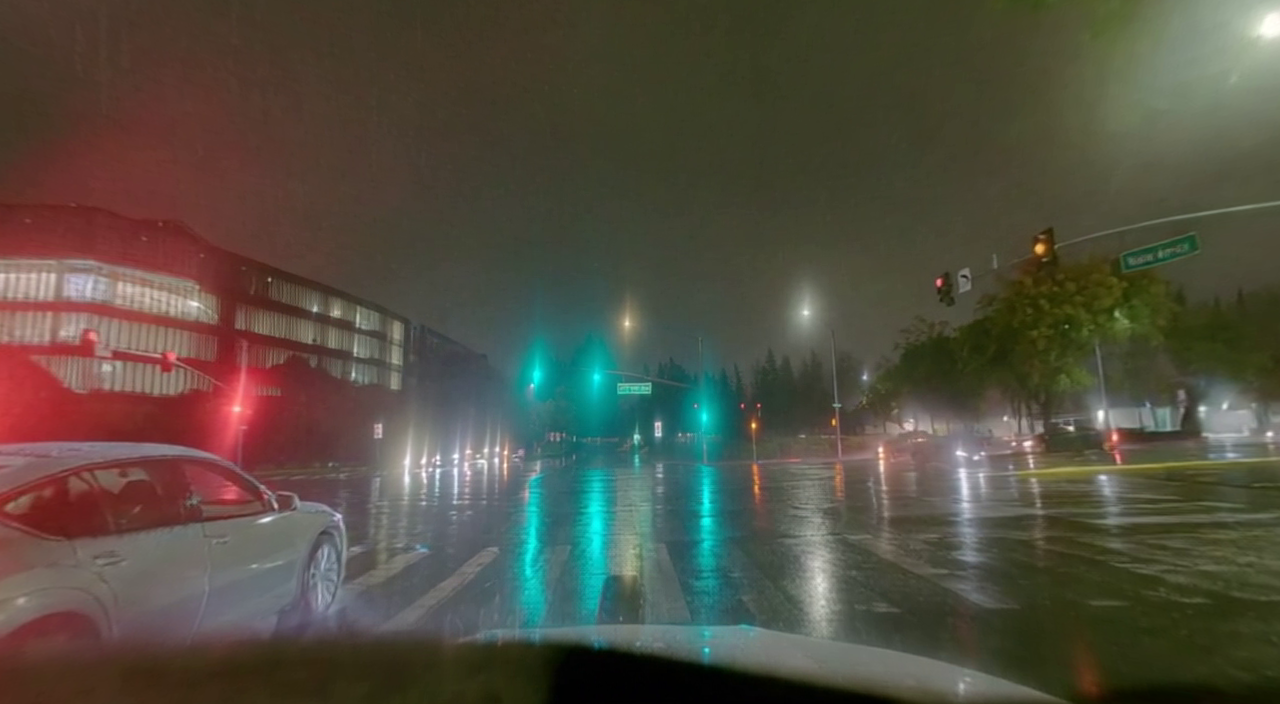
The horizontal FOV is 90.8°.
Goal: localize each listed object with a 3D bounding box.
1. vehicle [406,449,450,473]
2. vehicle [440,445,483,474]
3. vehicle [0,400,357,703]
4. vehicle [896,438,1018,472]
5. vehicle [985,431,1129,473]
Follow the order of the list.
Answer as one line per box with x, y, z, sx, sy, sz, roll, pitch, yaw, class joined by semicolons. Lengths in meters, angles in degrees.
-16.419;8.427;49.190;2.100;1.764;4.151;0;-8;-2;vehicle
-12.883;7.724;45.823;2.051;1.715;4.346;-2;-6;-2;vehicle
-3.072;0.950;2.358;1.919;1.478;4.720;0;-8;-1;vehicle
14.909;4.840;29.871;4.660;1.495;2.007;0;-8;-2;vehicle
15.703;3.784;23.944;4.181;1.483;1.831;0;-8;-3;vehicle
